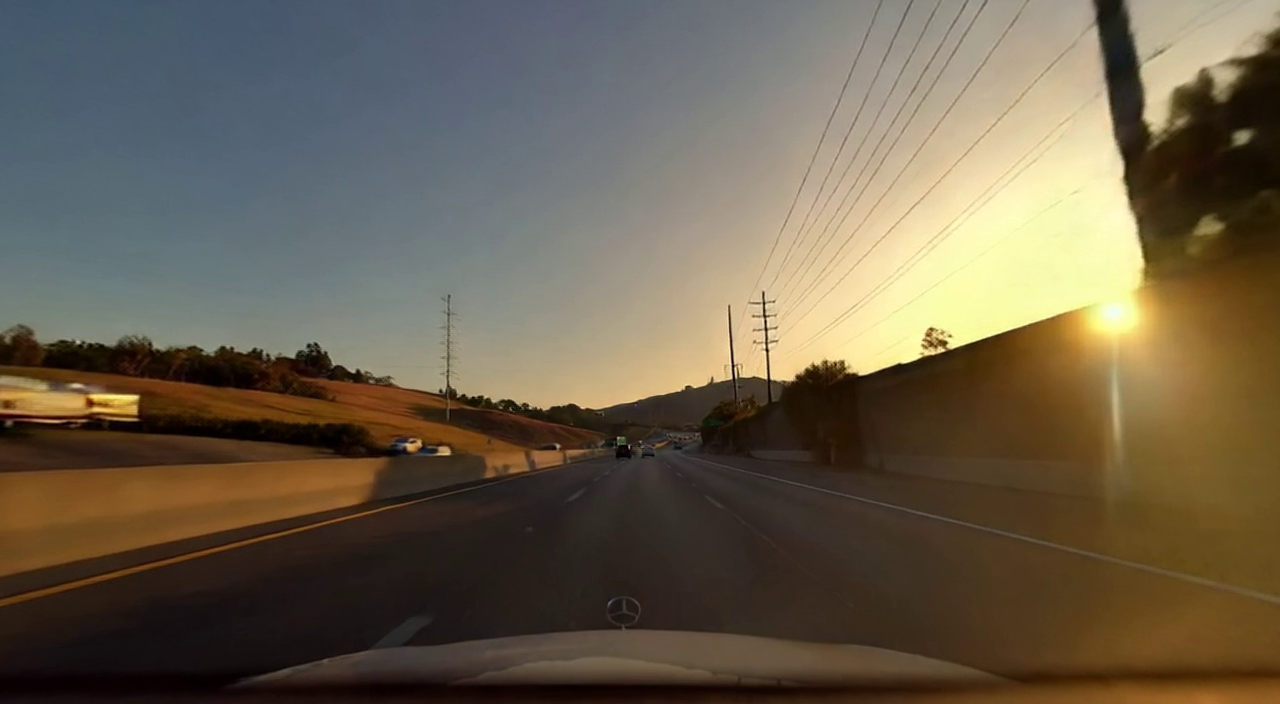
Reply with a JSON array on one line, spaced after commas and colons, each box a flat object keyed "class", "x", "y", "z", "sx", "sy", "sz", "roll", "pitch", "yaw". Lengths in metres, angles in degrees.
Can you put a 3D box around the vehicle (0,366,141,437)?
[{"class": "vehicle", "x": -38.615, "y": 3.211, "z": 39.506, "sx": 2.782, "sy": 3.917, "sz": 14.022, "roll": 0, "pitch": -9, "yaw": 2}]
